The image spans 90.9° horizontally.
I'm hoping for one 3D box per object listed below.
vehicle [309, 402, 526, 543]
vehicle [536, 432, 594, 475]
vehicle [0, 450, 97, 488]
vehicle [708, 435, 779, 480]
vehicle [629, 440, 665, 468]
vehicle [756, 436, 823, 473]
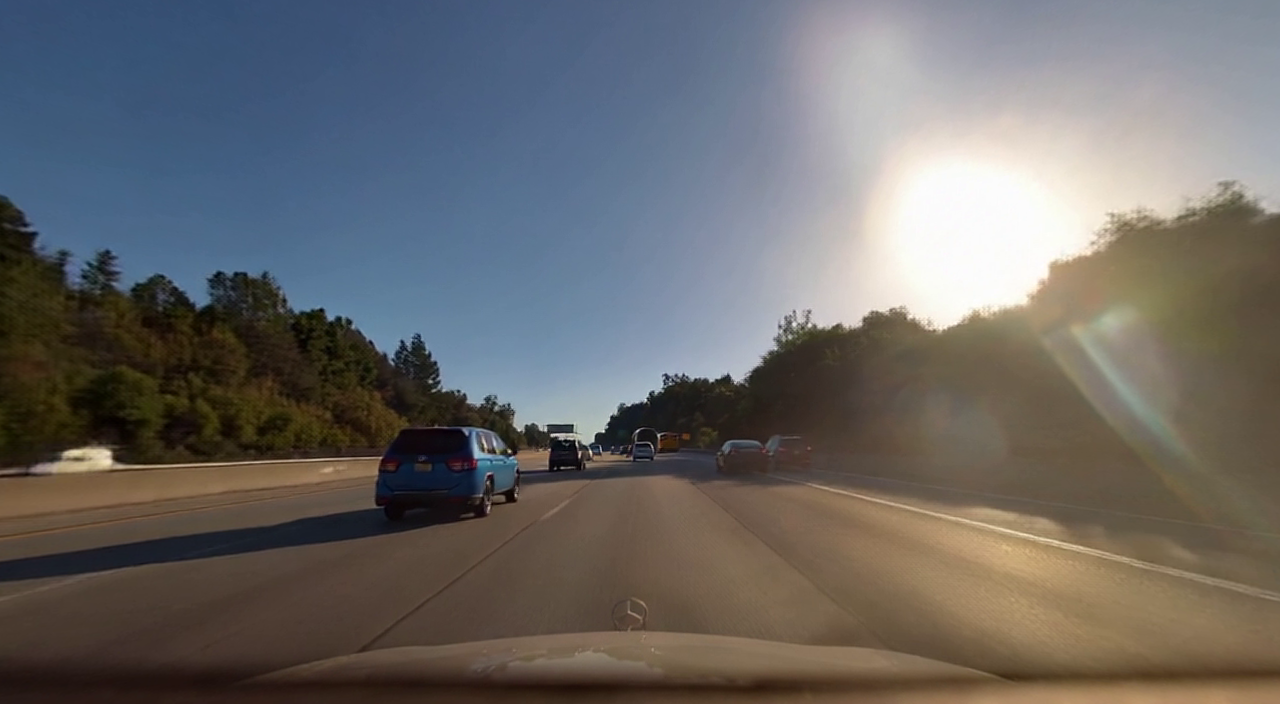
[{"bbox_3d":[-3.429,1.962,10.851,2.016,1.898,4.458,0,-8,1],"label":"vehicle"},{"bbox_3d":[-3.497,4.823,30.199,2.155,1.843,4.567,0,-8,1],"label":"vehicle"},{"bbox_3d":[-26.828,5.083,27.710,1.860,1.513,4.489,0,-8,1],"label":"vehicle"},{"bbox_3d":[4.093,4.247,25.652,2.050,1.661,4.636,0,-8,-1],"label":"vehicle"},{"bbox_3d":[0.420,6.227,38.686,2.042,1.632,3.654,0,-8,0],"label":"vehicle"},{"bbox_3d":[7.980,5.515,34.228,2.191,1.807,5.692,0,-8,0],"label":"vehicle"}]
